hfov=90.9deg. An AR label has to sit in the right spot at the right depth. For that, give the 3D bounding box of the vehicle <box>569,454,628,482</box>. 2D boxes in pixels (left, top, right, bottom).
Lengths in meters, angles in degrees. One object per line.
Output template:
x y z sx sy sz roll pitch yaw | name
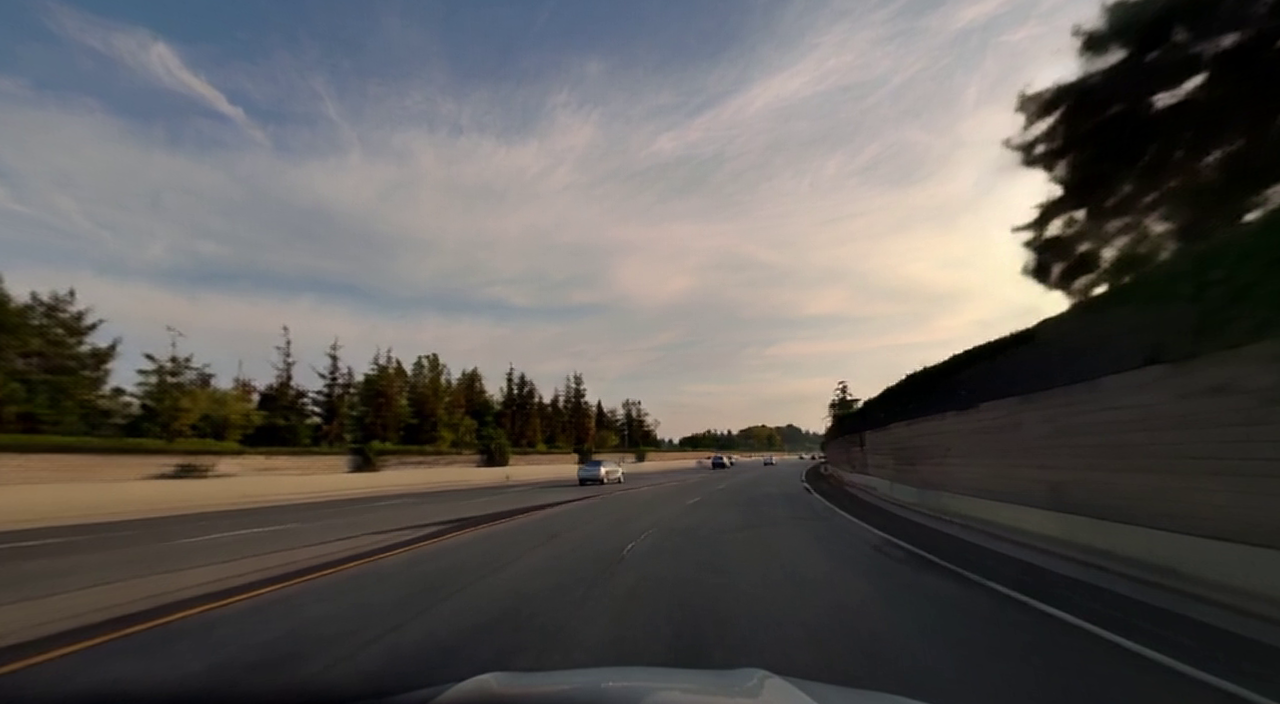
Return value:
-2.268 6.610 36.253 1.699 1.461 4.924 -3 -9 17 | vehicle
